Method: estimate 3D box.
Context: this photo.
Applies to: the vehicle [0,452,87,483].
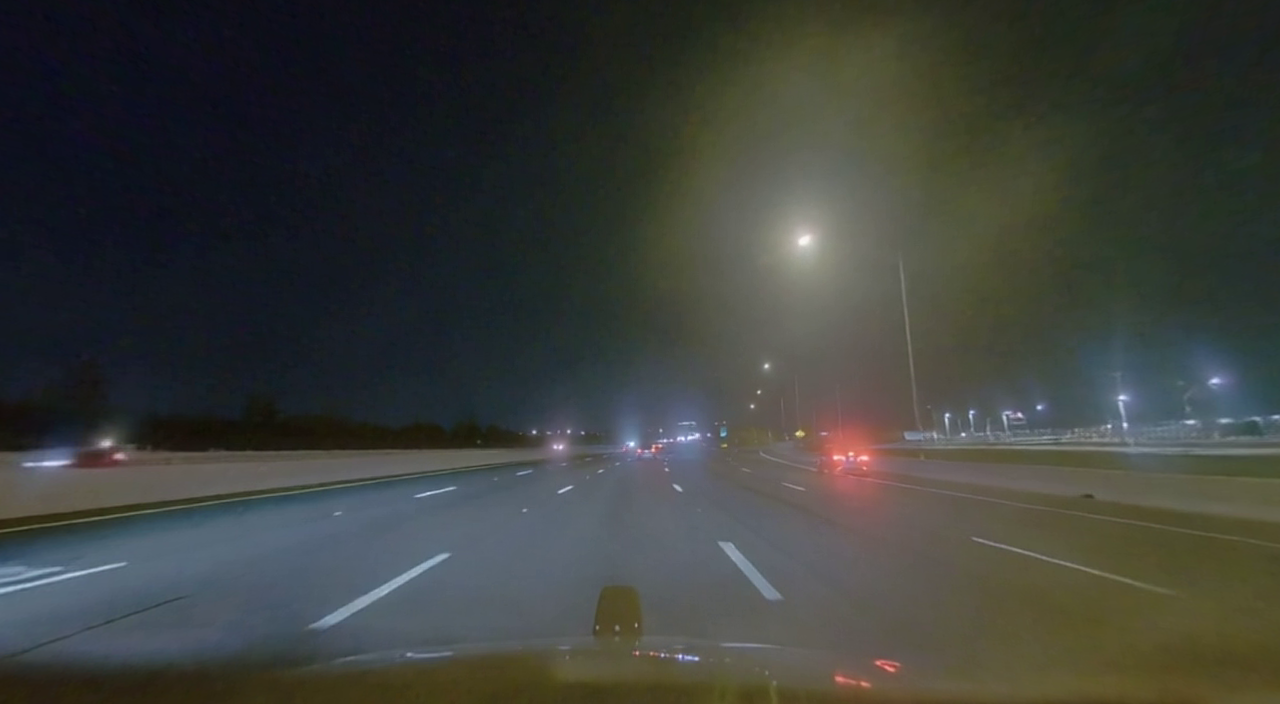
[{"bbox_3d":[-32.454,6.103,33.719,1.798,1.470,4.400,-1,-9,2],"label":"vehicle"}]
